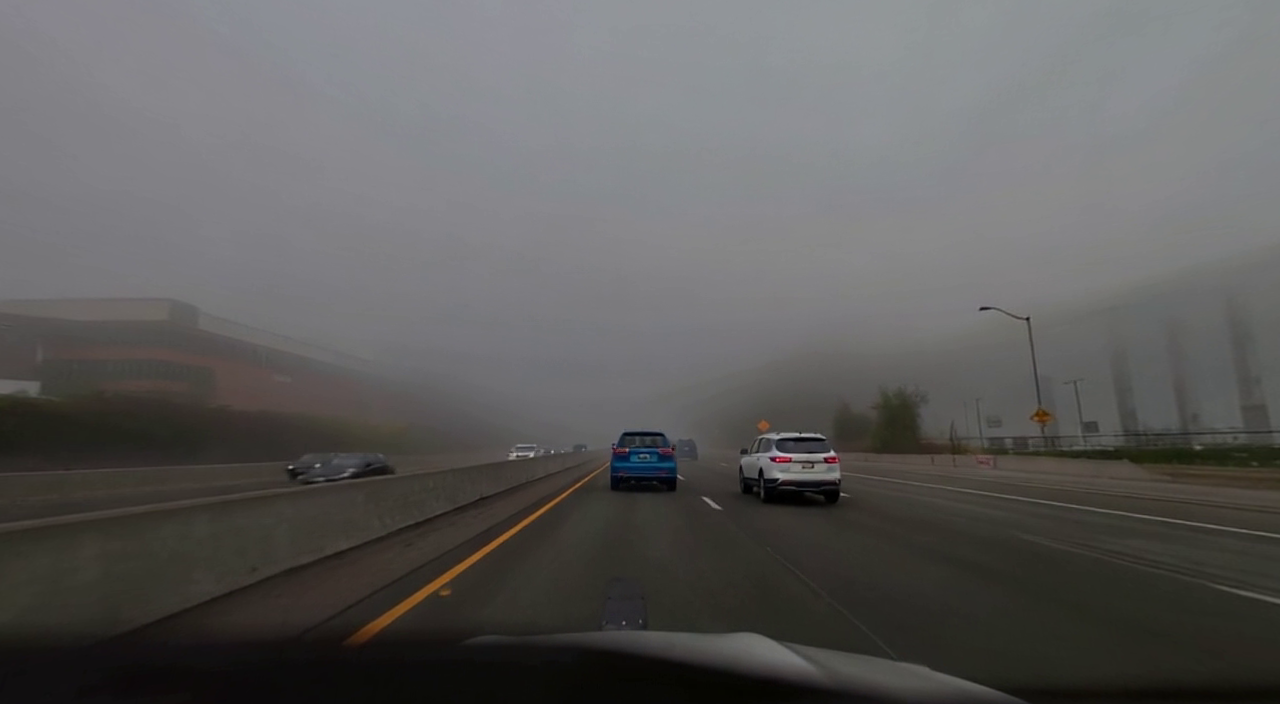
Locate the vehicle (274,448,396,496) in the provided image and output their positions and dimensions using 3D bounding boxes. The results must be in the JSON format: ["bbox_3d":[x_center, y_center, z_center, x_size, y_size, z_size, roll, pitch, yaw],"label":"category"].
[{"bbox_3d":[-10.563,4.161,22.308,2.051,1.476,4.379,0,-8,1],"label":"vehicle"}]

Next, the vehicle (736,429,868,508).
[{"bbox_3d":[3.642,2.695,15.031,2.042,1.592,4.047,0,-8,0],"label":"vehicle"}]

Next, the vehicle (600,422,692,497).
[{"bbox_3d":[0.147,3.014,18.005,2.290,1.862,4.454,0,-8,0],"label":"vehicle"}]
